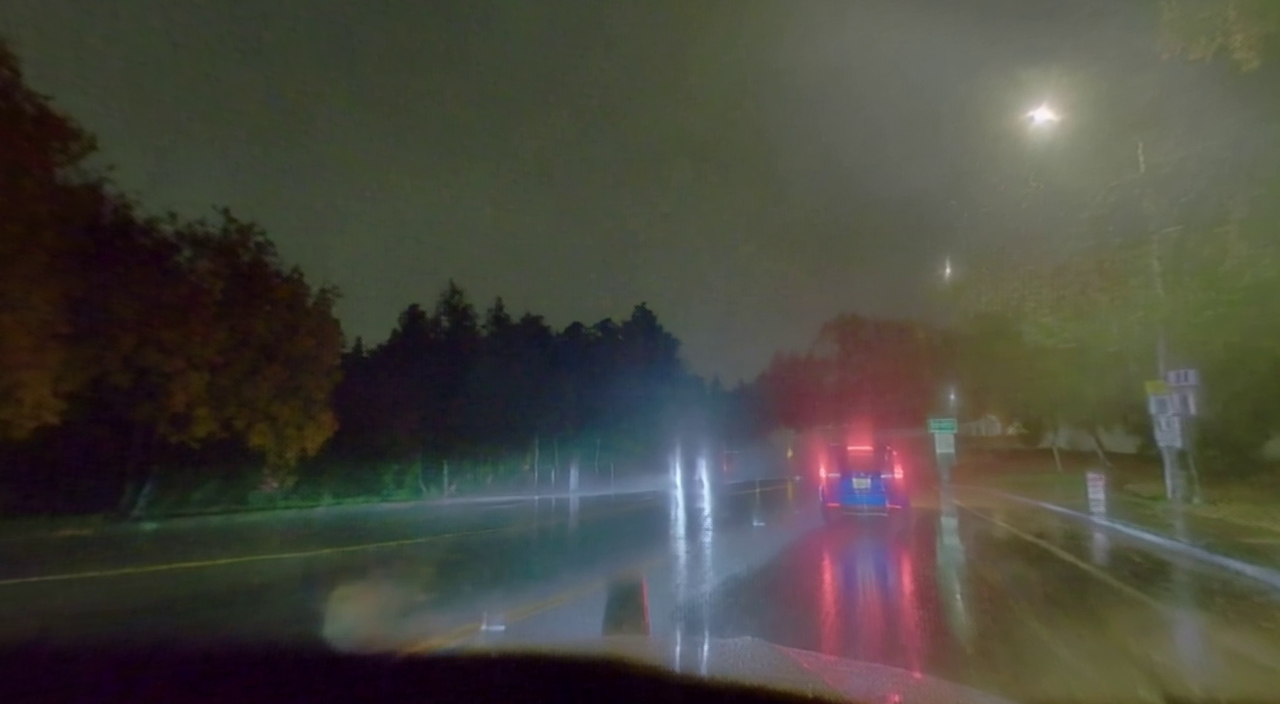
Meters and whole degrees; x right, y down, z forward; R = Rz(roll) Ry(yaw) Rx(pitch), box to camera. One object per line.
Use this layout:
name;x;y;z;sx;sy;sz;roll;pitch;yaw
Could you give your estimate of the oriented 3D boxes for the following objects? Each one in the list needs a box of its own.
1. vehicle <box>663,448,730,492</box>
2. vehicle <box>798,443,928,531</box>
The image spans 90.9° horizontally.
vehicle;2.942;5.794;31.467;2.150;1.927;5.209;-3;-9;18
vehicle;4.896;2.726;13.449;2.148;1.521;4.089;-4;-9;25
